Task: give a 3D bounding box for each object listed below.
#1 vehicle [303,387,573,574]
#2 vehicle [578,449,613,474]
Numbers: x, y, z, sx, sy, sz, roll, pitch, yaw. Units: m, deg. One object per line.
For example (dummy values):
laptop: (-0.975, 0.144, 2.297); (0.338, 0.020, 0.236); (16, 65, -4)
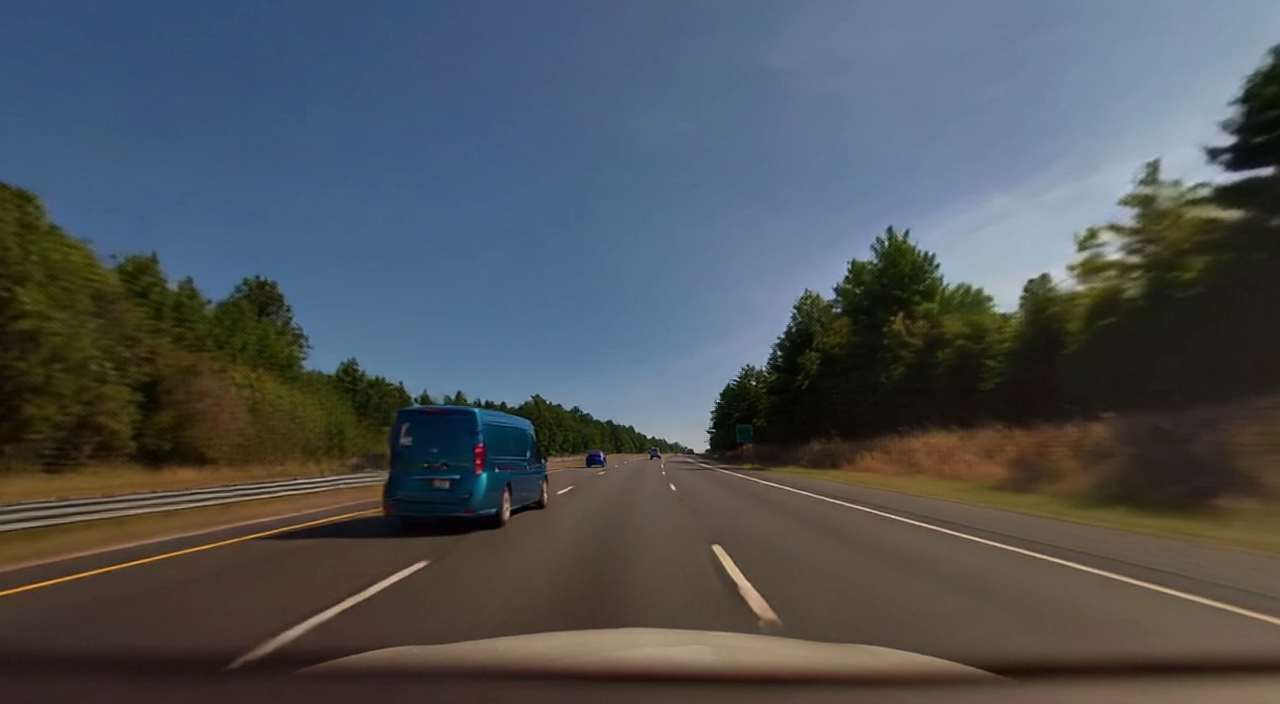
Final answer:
vehicle: (-2.506, 1.806, 9.484); (2.219, 2.033, 4.911); (-1, -9, 3)
vehicle: (-2.895, 7.254, 41.885); (1.959, 1.571, 4.313); (0, -9, 1)
